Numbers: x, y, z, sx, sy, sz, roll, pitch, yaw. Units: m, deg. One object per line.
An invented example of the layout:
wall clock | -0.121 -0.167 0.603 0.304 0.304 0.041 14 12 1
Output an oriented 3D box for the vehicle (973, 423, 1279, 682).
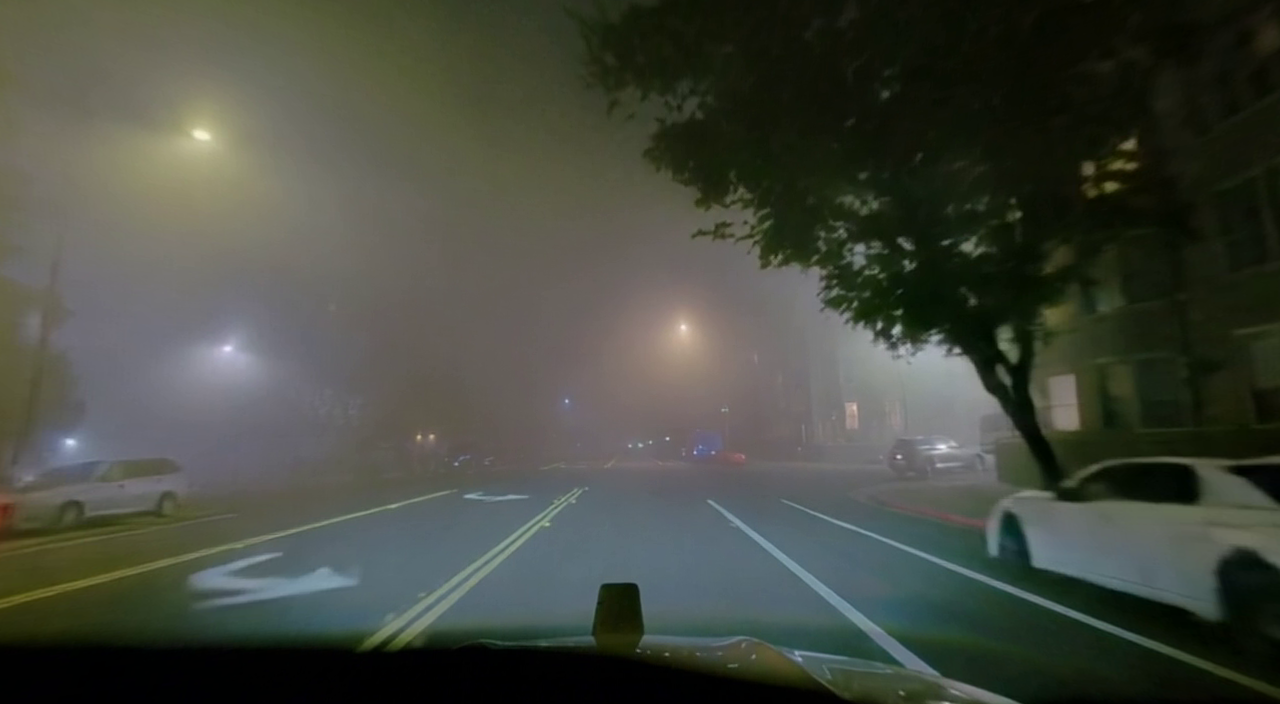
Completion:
vehicle | 4.884 1.341 4.677 2.059 1.546 4.985 0 -8 -1

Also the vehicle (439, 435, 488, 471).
vehicle | -12.912 7.397 46.570 2.164 2.386 5.460 -2 -7 -1

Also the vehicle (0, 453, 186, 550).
vehicle | -12.408 3.094 13.687 1.920 1.629 4.599 -2 -8 -3

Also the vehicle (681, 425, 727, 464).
vehicle | 4.599 6.799 46.286 2.414 2.670 5.833 1 -8 -4

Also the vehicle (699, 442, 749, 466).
vehicle | 5.338 6.535 40.758 1.848 1.468 4.332 2 -9 -12

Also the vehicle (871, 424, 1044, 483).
vehicle | 12.038 3.801 24.076 5.666 1.871 2.216 0 -8 -14
